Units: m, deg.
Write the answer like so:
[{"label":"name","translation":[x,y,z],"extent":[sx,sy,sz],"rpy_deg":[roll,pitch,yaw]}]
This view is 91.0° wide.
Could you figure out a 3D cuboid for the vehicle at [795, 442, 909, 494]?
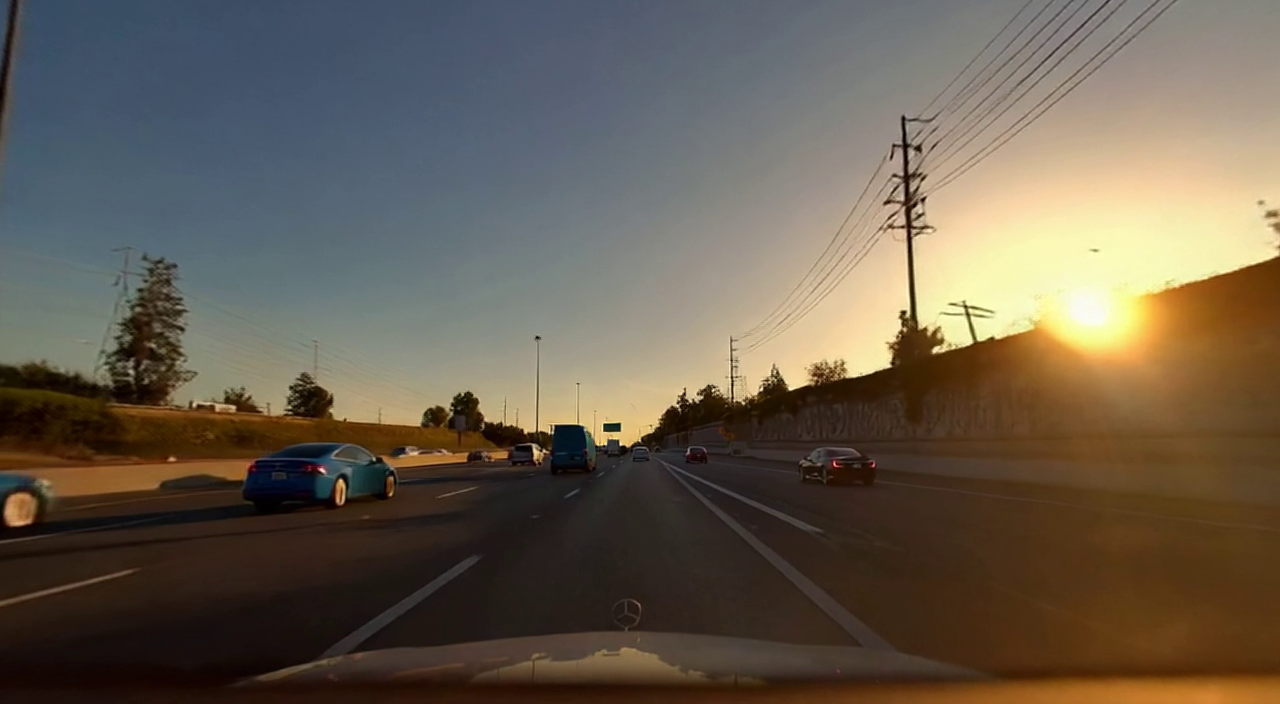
[{"label":"vehicle","translation":[6.702,3.694,20.466],"extent":[2.052,1.470,4.364],"rpy_deg":[0,-9,-2]}]

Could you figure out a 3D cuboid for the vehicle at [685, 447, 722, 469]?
[{"label":"vehicle","translation":[4.607,7.720,46.151],"extent":[2.095,1.504,4.536],"rpy_deg":[0,-9,-1]}]

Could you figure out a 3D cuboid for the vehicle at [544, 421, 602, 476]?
[{"label":"vehicle","translation":[-3.441,5.157,33.749],"extent":[2.395,2.660,5.827],"rpy_deg":[0,-9,1]}]

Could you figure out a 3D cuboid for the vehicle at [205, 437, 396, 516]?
[{"label":"vehicle","translation":[-7.565,2.801,14.673],"extent":[1.967,1.525,4.458],"rpy_deg":[0,-9,0]}]

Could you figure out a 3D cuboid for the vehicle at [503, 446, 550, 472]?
[{"label":"vehicle","translation":[-6.868,6.526,38.534],"extent":[1.944,1.490,4.442],"rpy_deg":[0,-9,1]}]

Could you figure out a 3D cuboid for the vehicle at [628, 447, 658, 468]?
[{"label":"vehicle","translation":[0.158,7.728,46.305],"extent":[2.084,1.492,4.137],"rpy_deg":[0,-9,-1]}]
